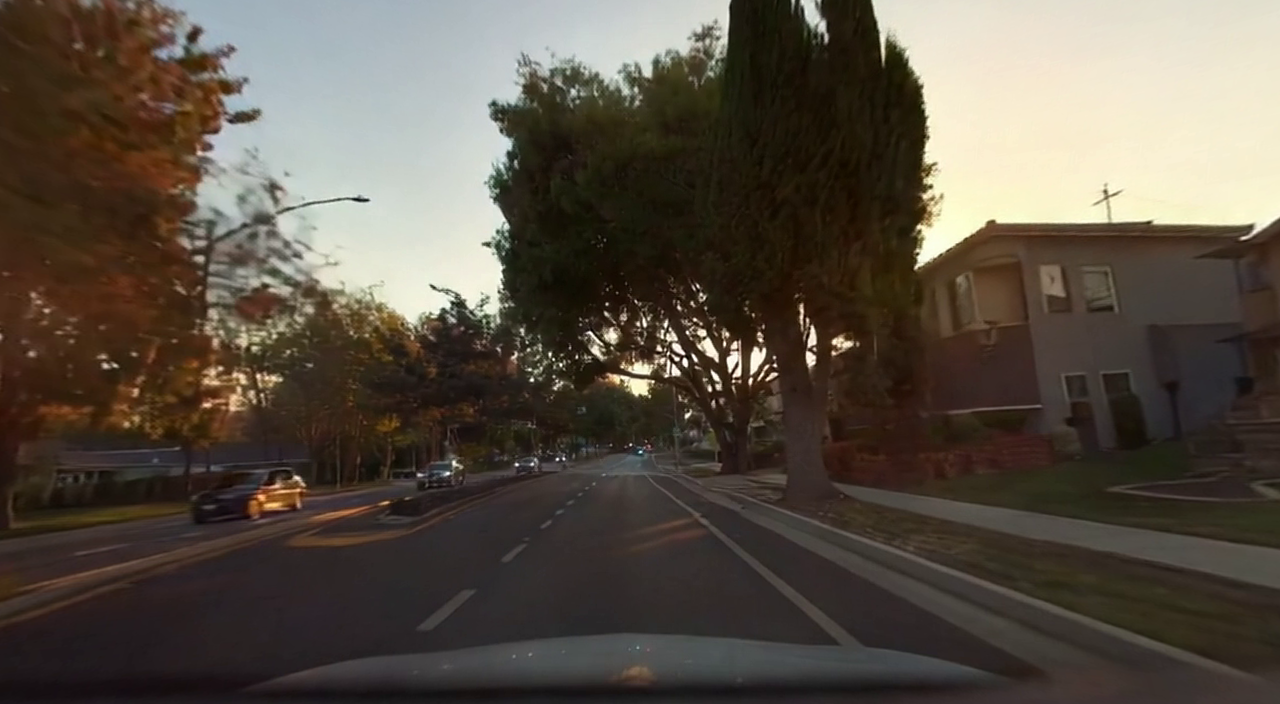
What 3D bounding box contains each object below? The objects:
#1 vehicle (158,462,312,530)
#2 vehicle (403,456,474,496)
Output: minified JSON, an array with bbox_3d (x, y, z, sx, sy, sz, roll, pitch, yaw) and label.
[{"bbox_3d":[-12.679,4.493,20.148,1.979,1.757,4.514,0,-8,-2],"label":"vehicle"},{"bbox_3d":[-9.661,5.951,30.556,1.984,1.646,4.529,0,-8,-1],"label":"vehicle"}]
